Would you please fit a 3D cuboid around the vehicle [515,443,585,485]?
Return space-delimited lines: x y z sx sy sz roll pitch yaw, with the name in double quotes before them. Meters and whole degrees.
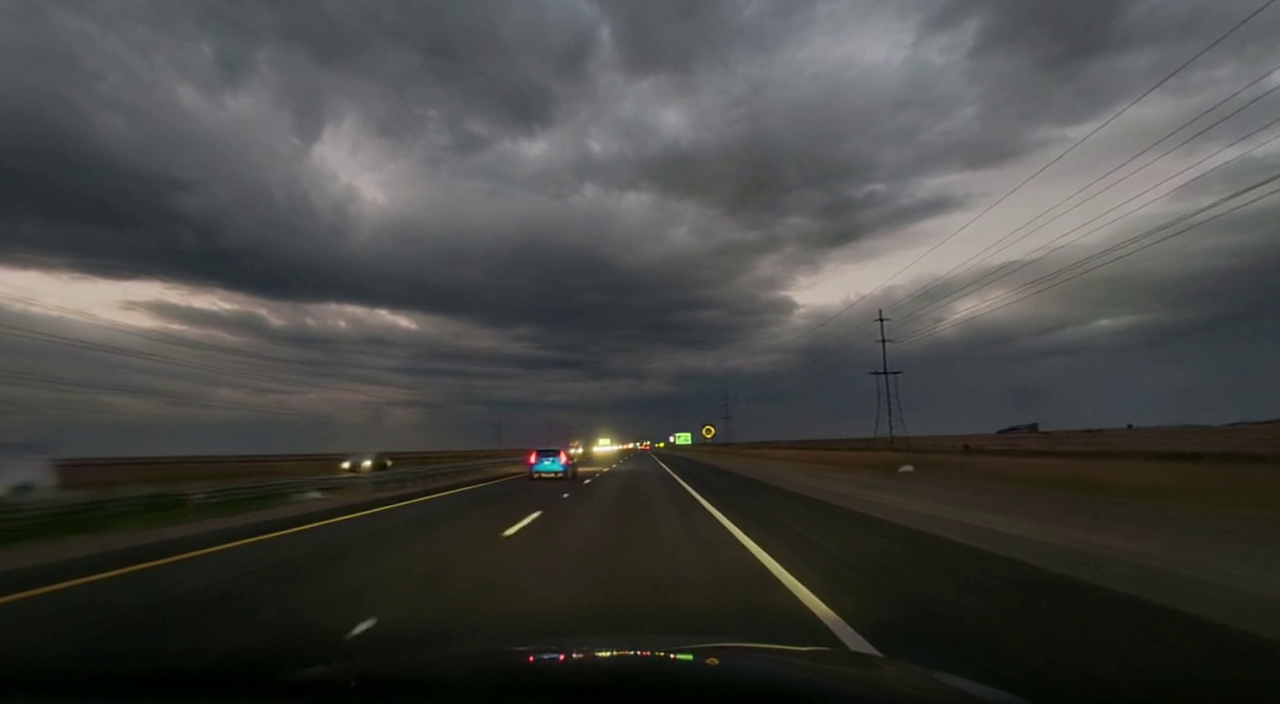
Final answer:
"vehicle" -3.568 4.522 25.788 2.106 1.543 4.465 0 -9 1
